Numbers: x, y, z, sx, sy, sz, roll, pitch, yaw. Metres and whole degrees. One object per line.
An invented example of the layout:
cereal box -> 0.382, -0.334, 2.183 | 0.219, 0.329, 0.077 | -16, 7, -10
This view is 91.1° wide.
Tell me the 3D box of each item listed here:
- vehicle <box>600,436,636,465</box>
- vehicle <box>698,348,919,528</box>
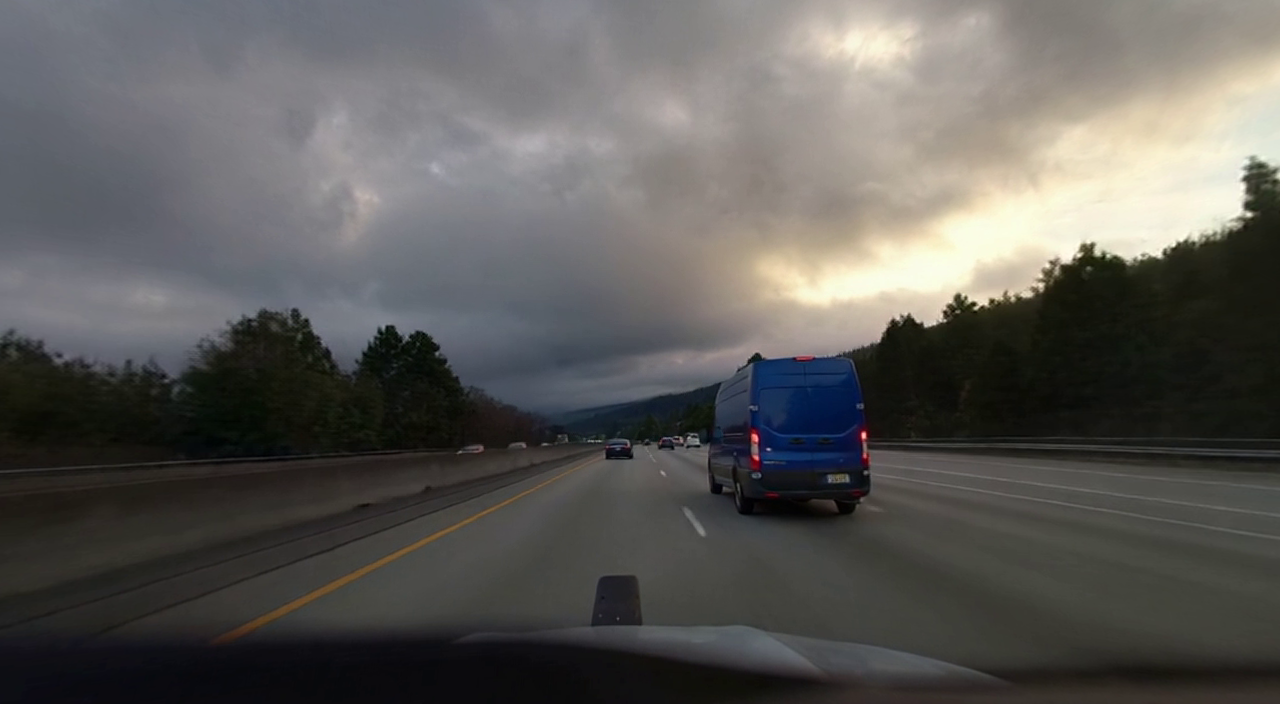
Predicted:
vehicle -> -1.196, 5.468, 35.217 | 1.900, 1.524, 4.324 | 0, -8, -1
vehicle -> 2.751, 1.714, 12.718 | 2.416, 2.595, 7.243 | 0, -8, 0
